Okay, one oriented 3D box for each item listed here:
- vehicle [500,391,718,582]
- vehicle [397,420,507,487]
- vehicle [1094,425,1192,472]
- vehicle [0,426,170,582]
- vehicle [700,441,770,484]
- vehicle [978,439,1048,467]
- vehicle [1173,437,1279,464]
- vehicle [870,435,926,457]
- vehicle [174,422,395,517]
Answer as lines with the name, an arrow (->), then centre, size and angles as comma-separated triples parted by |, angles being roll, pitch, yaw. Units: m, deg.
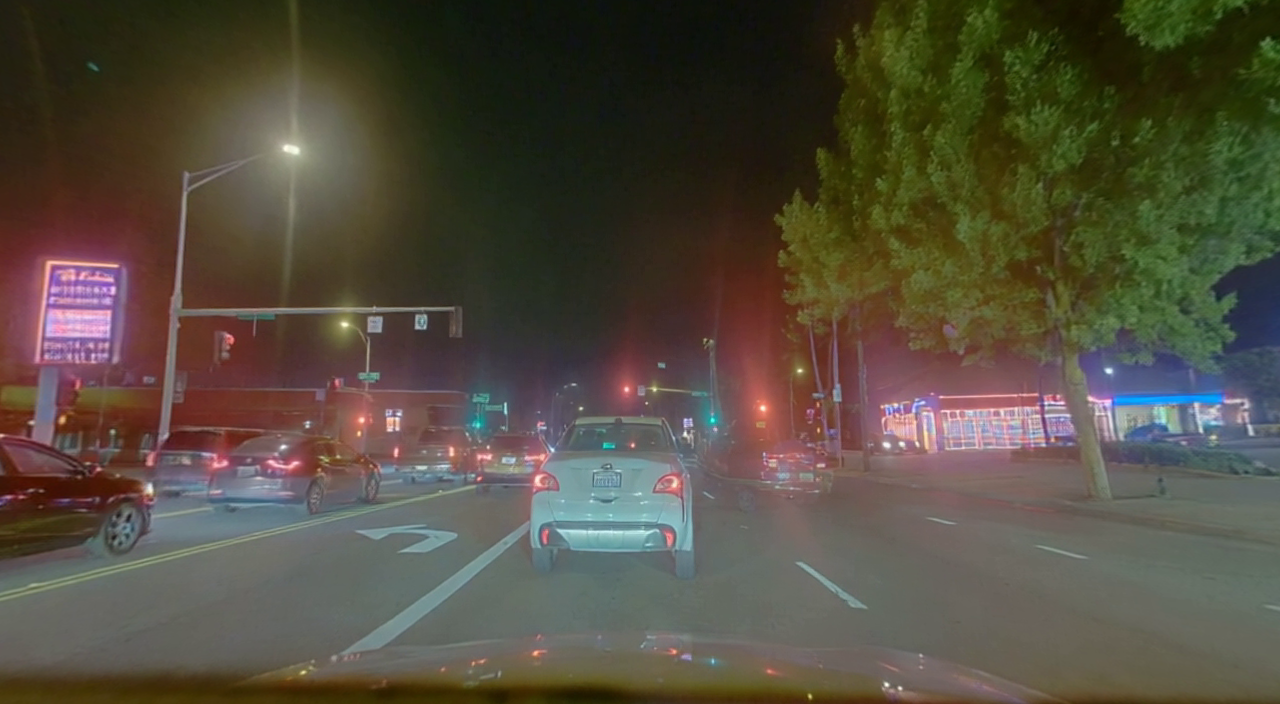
vehicle -> -0.312, 1.597, 8.231 | 2.064, 1.817, 4.298 | 0, -8, -1
vehicle -> -6.470, 3.555, 22.346 | 2.496, 2.112, 4.351 | 0, -8, 1
vehicle -> 19.228, 3.662, 24.039 | 4.156, 1.622, 1.924 | 7, -11, -38
vehicle -> -6.965, 1.422, 5.855 | 1.831, 1.451, 4.382 | 0, -8, -1
vehicle -> 3.424, 4.051, 23.511 | 2.023, 1.441, 4.240 | 0, -8, 1
vehicle -> 20.104, 5.407, 33.920 | 3.836, 1.443, 1.694 | 5, -10, -35
vehicle -> 29.728, 4.944, 31.662 | 4.176, 1.313, 1.719 | 0, -8, 2
vehicle -> 20.107, 7.322, 49.047 | 4.361, 1.653, 2.034 | 6, -11, -37
vehicle -> -7.134, 2.397, 13.375 | 1.941, 1.655, 4.503 | 0, -8, 2
